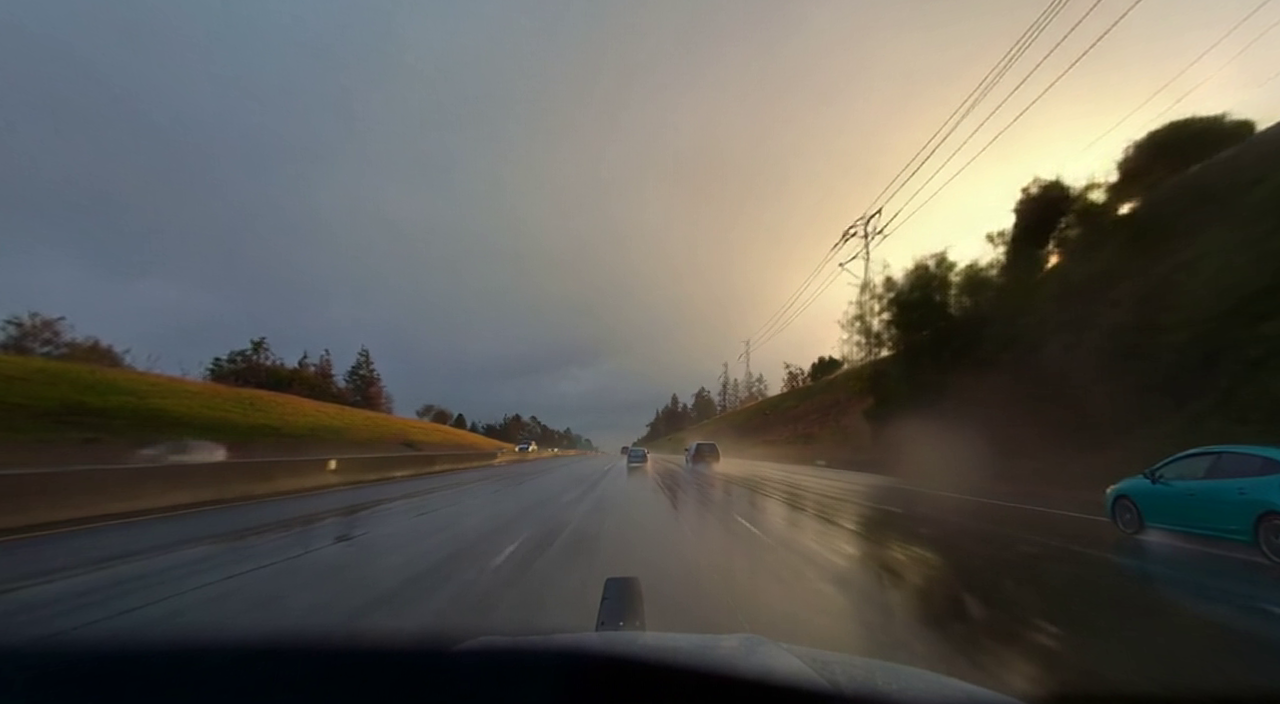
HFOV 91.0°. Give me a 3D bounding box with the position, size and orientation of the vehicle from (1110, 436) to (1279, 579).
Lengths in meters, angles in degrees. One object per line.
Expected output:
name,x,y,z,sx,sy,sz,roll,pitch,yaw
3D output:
vehicle,7.998,1.715,6.899,1.970,1.545,4.818,1,-8,0

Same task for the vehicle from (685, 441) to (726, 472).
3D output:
vehicle,3.990,6.453,39.042,2.159,1.782,4.673,0,-9,2
